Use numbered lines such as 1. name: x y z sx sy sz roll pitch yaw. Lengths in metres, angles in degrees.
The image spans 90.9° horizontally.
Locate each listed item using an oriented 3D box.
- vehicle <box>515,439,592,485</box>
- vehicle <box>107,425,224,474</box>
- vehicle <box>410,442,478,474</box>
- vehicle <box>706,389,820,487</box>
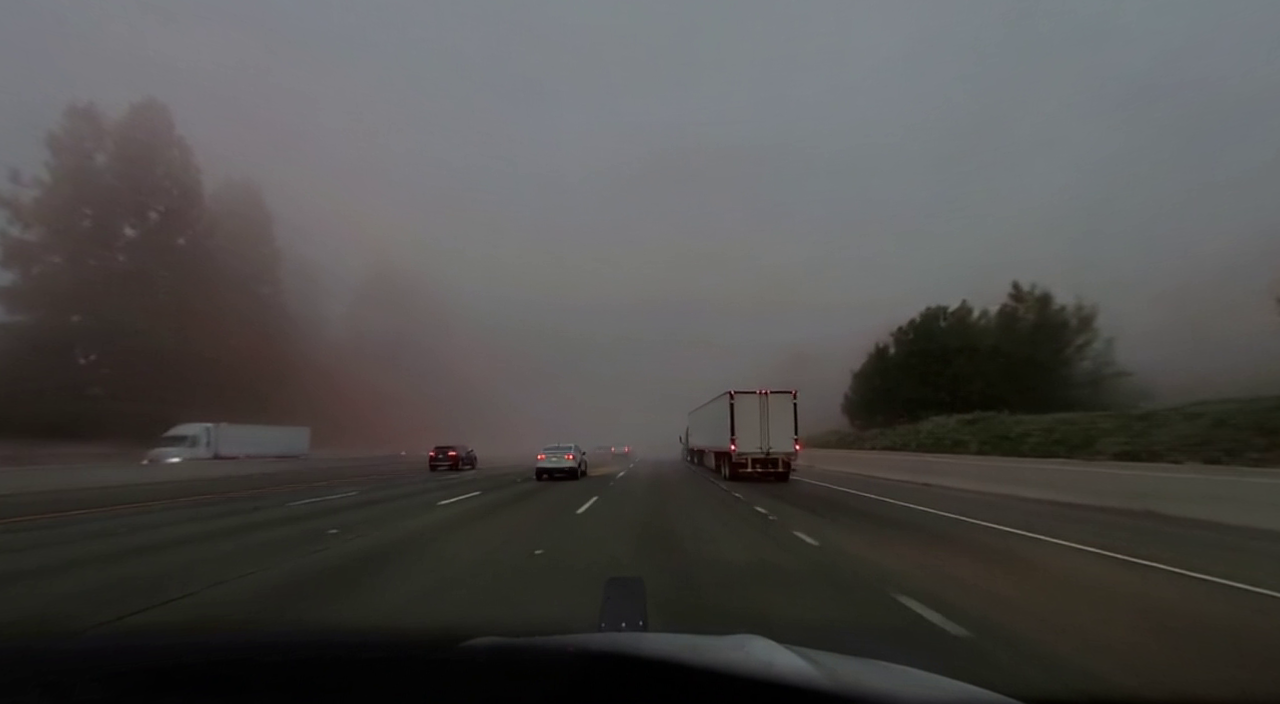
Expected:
1. vehicle: -2.927 3.843 22.380 1.981 1.473 4.317 0 -8 2
2. vehicle: -35.503 7.316 47.598 2.955 3.376 7.255 0 -8 1
3. vehicle: -9.733 5.301 31.717 1.899 1.465 4.589 0 -8 1
4. vehicle: 4.225 3.218 23.451 2.732 3.052 7.118 0 -8 0
